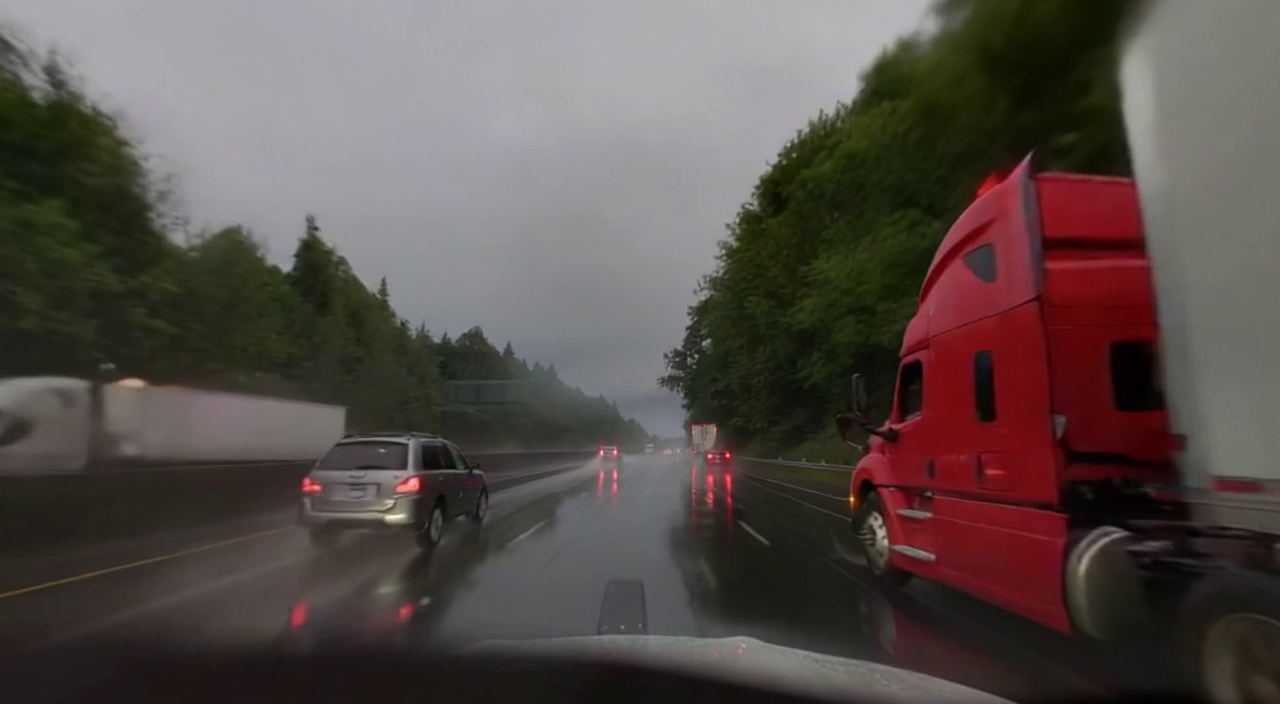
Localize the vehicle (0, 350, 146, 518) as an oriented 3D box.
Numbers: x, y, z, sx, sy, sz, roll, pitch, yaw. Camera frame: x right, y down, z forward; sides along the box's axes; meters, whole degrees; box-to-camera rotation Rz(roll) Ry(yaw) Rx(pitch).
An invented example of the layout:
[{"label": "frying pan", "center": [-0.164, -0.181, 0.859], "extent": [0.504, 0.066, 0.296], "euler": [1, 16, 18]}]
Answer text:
[{"label": "vehicle", "center": [-15.679, 1.938, 14.718], "extent": [3.109, 3.685, 5.956], "euler": [0, -9, 1]}]

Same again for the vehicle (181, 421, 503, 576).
[{"label": "vehicle", "center": [-3.513, 1.845, 8.765], "extent": [2.085, 1.530, 4.809], "euler": [0, -9, 0]}]

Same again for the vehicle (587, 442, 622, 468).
[{"label": "vehicle", "center": [-2.377, 7.041, 43.229], "extent": [2.017, 1.683, 4.309], "euler": [0, -9, 2]}]

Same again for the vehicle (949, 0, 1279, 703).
[{"label": "vehicle", "center": [4.385, -0.110, 2.844], "extent": [2.976, 3.886, 5.835], "euler": [0, -9, 1]}]

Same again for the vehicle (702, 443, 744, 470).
[{"label": "vehicle", "center": [5.180, 6.583, 39.704], "extent": [2.176, 1.598, 3.878], "euler": [0, -9, 1]}]
